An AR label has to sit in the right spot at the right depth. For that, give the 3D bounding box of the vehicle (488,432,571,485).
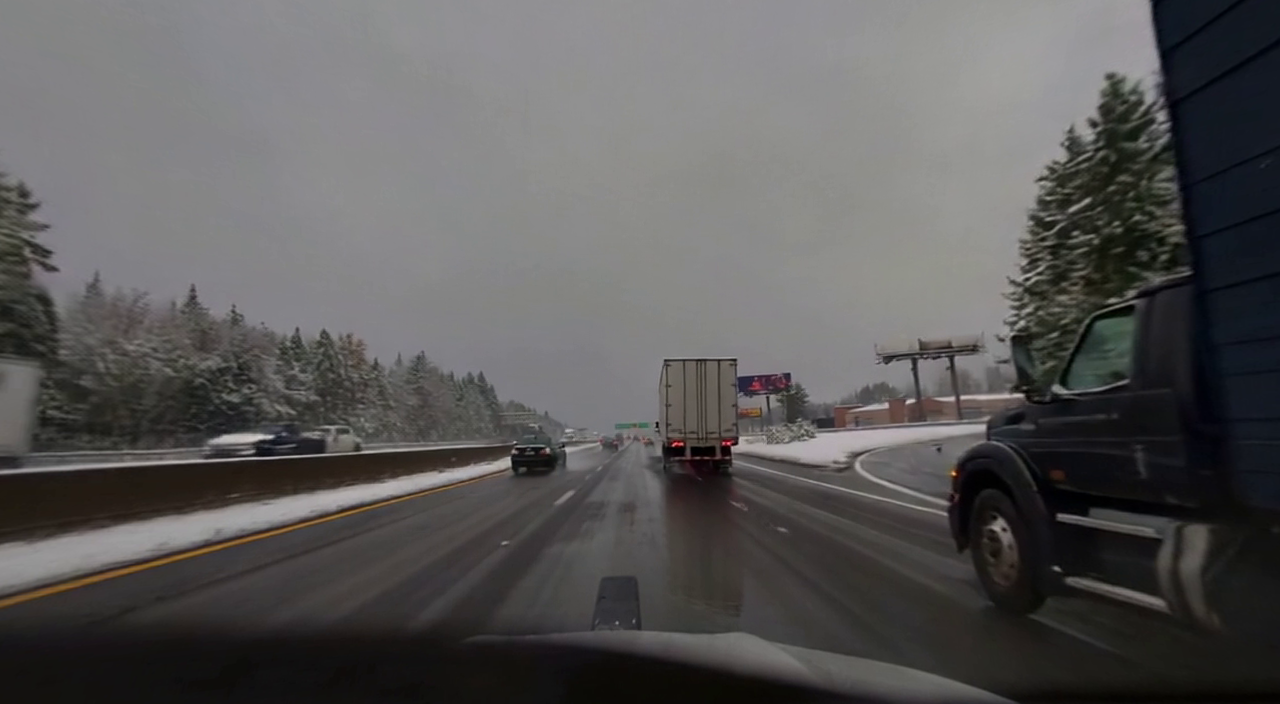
[{"bbox_3d":[-3.368,3.299,19.956,1.930,1.484,3.849,0,-8,0],"label":"vehicle"}]

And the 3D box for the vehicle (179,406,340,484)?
[{"bbox_3d":[-15.979,3.975,27.198,2.606,2.906,6.895,0,-8,0],"label":"vehicle"}]

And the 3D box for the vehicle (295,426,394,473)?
[{"bbox_3d":[-15.925,5.276,34.442,2.437,2.311,6.057,0,-8,0],"label":"vehicle"}]

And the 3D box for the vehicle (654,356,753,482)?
[{"bbox_3d":[2.028,2.775,24.795,2.871,3.815,11.331,0,-8,1],"label":"vehicle"}]
